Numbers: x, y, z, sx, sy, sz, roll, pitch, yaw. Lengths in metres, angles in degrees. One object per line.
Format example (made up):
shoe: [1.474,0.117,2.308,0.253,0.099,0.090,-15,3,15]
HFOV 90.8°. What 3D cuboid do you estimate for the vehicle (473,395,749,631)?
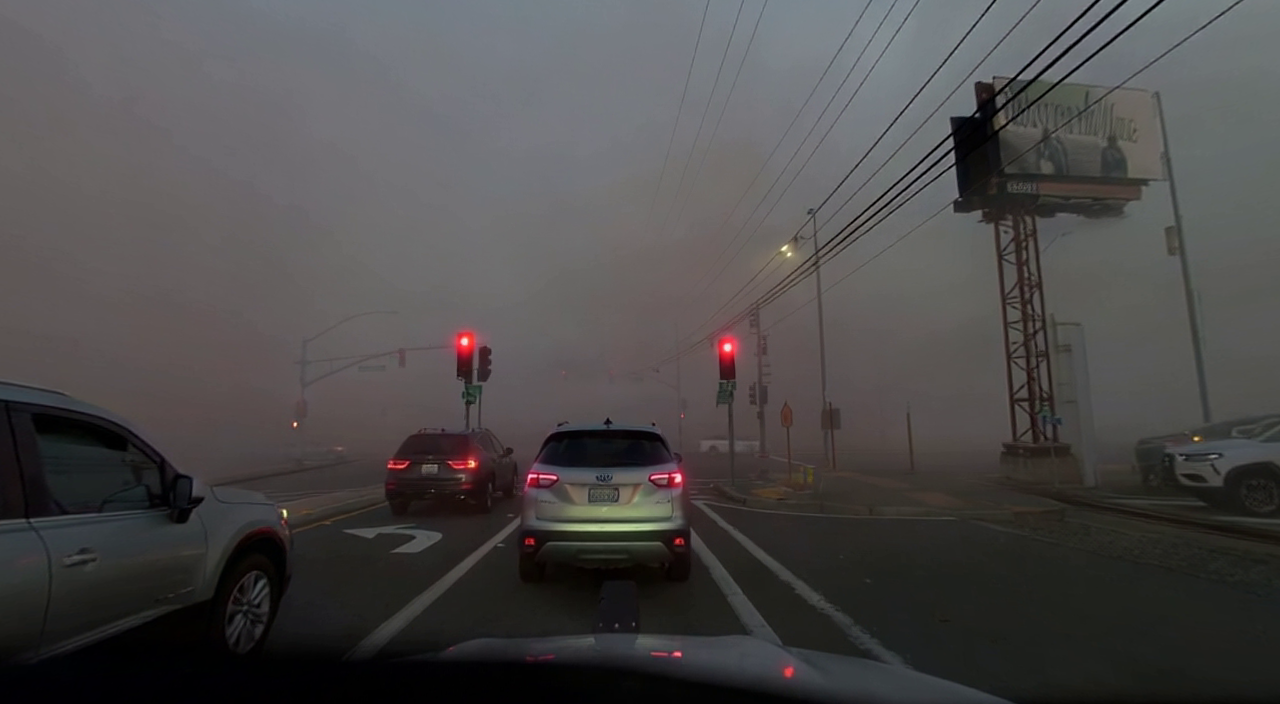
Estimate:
vehicle: [-0.218,1.459,6.553,2.025,1.723,3.644,0,-9,0]

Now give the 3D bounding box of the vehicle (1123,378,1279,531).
vehicle: [9.599,1.309,8.194,5.060,1.702,2.033,1,-9,-4]

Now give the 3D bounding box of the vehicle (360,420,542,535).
vehicle: [-3.134,2.193,11.586,1.988,1.678,4.317,0,-9,0]

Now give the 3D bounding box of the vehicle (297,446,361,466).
vehicle: [-24.189,8.058,49.077,4.357,1.444,1.842,-3,-9,19]

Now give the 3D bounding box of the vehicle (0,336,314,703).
vehicle: [-3.930,0.863,2.986,2.052,1.814,5.184,0,-9,-1]
